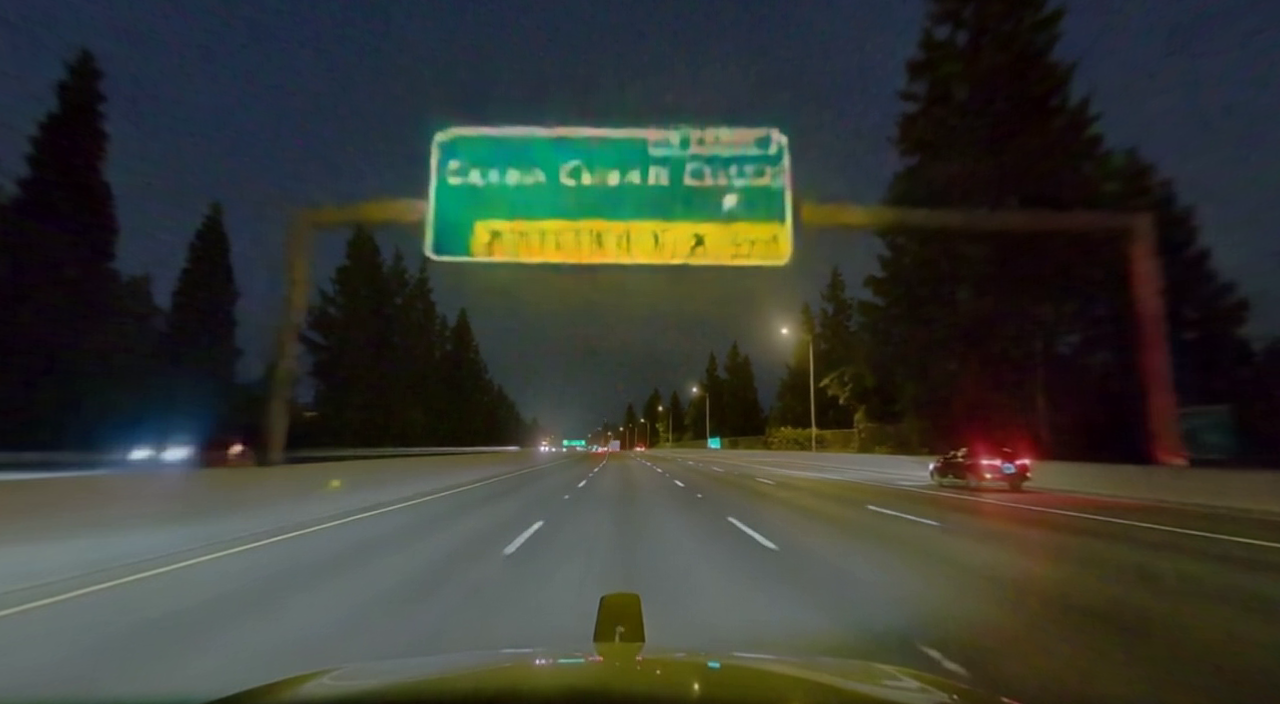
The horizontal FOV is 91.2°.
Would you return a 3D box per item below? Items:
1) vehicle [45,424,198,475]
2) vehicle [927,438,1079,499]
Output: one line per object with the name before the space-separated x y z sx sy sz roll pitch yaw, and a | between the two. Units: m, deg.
vehicle | -17.157 3.268 21.026 1.776 1.493 3.970 0 -9 -2
vehicle | 9.806 3.165 17.335 1.853 1.463 3.780 0 -9 -1
